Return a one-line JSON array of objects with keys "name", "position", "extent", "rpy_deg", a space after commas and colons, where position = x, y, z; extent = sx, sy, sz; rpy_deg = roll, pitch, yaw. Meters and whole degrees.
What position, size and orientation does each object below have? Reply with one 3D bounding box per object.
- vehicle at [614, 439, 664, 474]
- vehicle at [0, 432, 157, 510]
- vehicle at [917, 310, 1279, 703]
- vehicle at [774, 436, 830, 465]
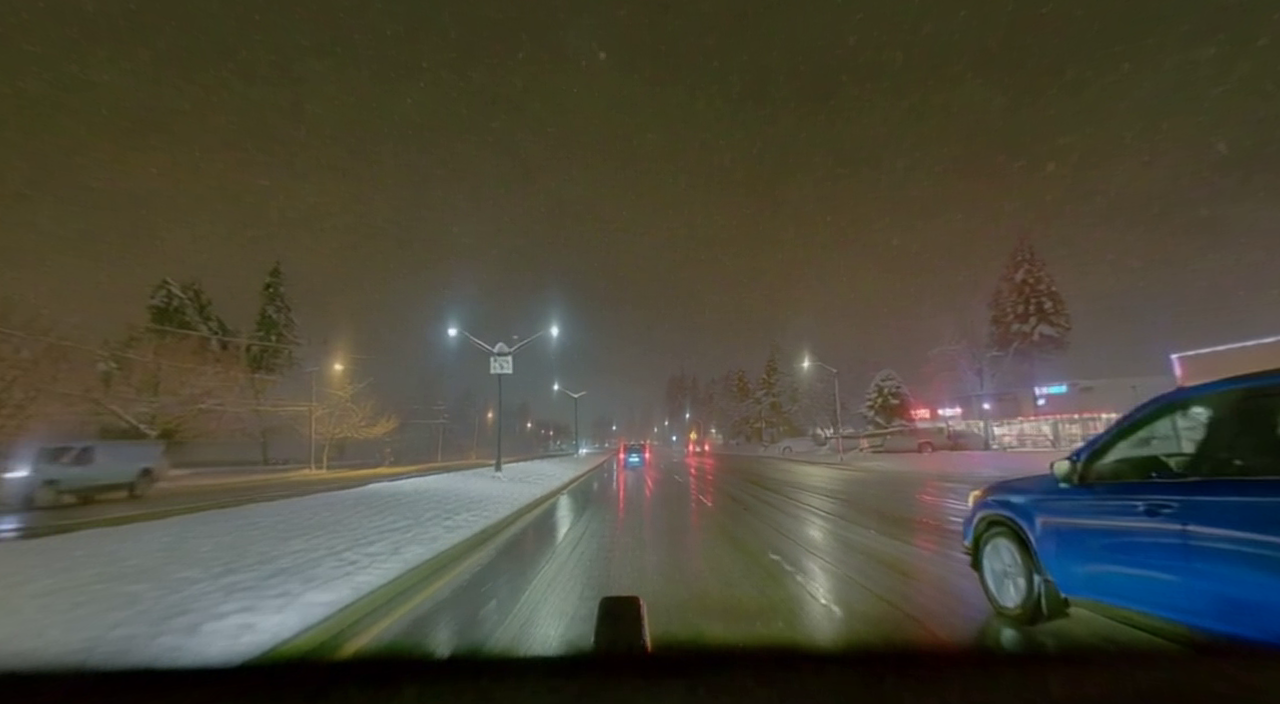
[{"name": "vehicle", "position": [-0.083, 4.827, 29.315], "extent": [2.126, 1.475, 3.967], "rpy_deg": [0, -8, -1]}, {"name": "vehicle", "position": [-17.037, 3.299, 17.949], "extent": [2.195, 1.911, 5.549], "rpy_deg": [0, -8, 0]}, {"name": "vehicle", "position": [3.200, 0.781, 2.583], "extent": [2.110, 1.698, 4.397], "rpy_deg": [0, -8, 0]}, {"name": "vehicle", "position": [10.094, 6.204, 39.872], "extent": [2.079, 1.716, 4.771], "rpy_deg": [0, -8, -2]}]
